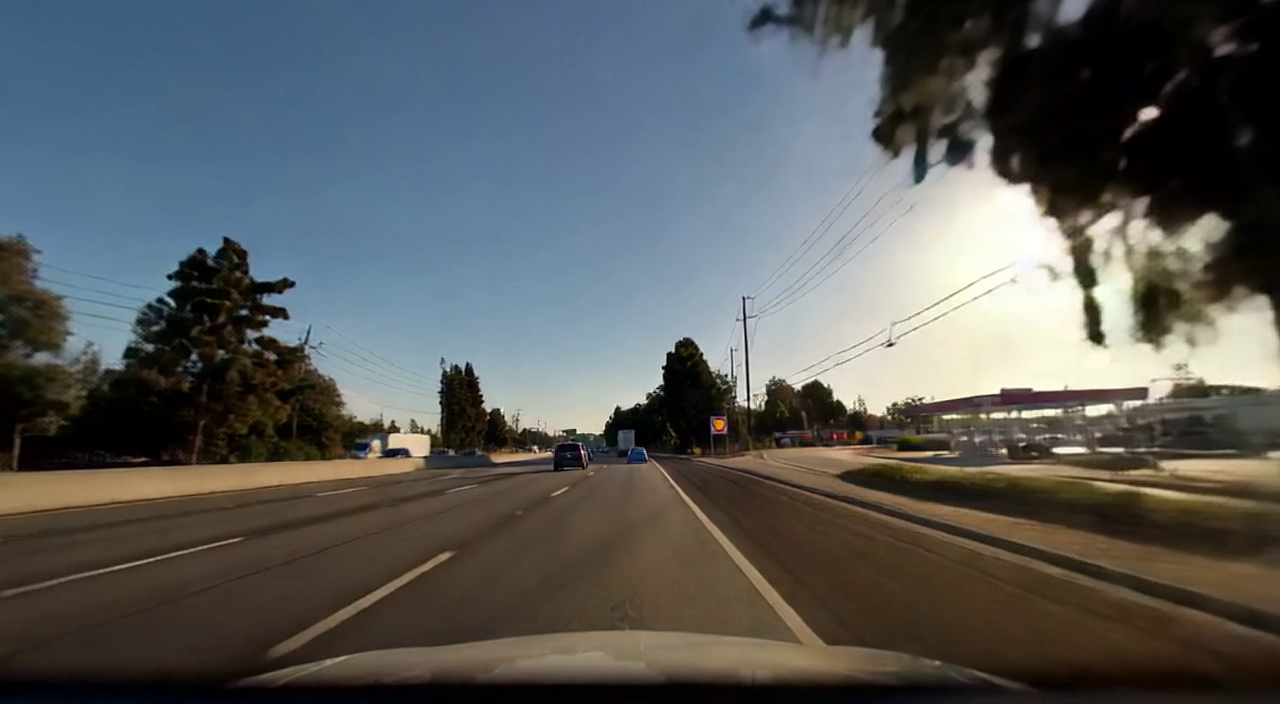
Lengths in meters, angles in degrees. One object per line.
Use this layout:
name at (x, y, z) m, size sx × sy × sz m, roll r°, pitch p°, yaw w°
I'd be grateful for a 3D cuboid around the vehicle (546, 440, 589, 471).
vehicle at (-4.618, 6.706, 41.010) m, size 2.273 × 1.884 × 4.515 m, roll 0°, pitch -8°, yaw 0°

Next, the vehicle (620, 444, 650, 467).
vehicle at (-0.375, 7.244, 44.223) m, size 1.982 × 1.524 × 3.800 m, roll 0°, pitch -8°, yaw -2°
